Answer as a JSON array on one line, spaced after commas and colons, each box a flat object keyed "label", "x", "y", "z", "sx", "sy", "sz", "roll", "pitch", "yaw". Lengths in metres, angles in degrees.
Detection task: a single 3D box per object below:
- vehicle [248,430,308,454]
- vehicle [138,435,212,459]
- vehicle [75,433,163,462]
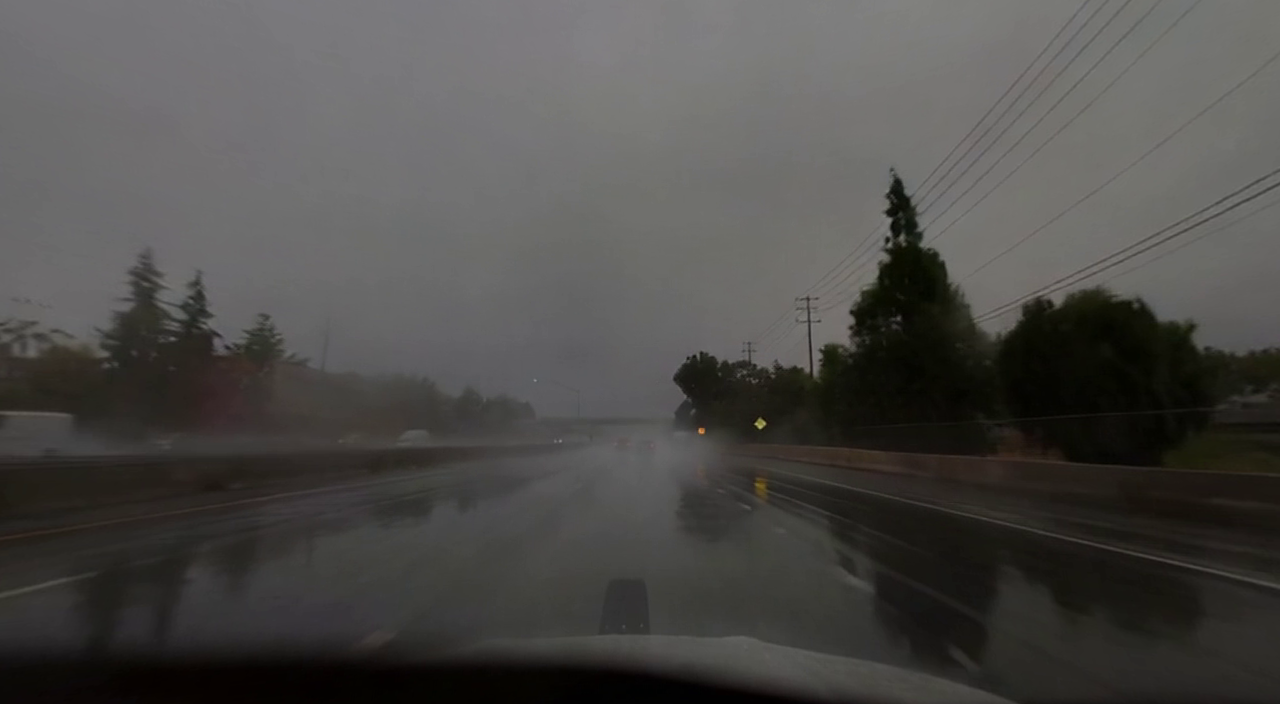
[{"label": "vehicle", "x": -26.213, "y": 6.524, "z": 45.813, "sx": 1.900, "sy": 1.640, "sz": 4.230, "roll": 0, "pitch": -8, "yaw": -1}, {"label": "vehicle", "x": -30.204, "y": 6.161, "z": 41.125, "sx": 1.697, "sy": 1.450, "sz": 4.091, "roll": 0, "pitch": -8, "yaw": 0}, {"label": "vehicle", "x": -34.027, "y": 6.216, "z": 41.337, "sx": 2.020, "sy": 1.774, "sz": 4.385, "roll": 0, "pitch": -8, "yaw": -1}]
